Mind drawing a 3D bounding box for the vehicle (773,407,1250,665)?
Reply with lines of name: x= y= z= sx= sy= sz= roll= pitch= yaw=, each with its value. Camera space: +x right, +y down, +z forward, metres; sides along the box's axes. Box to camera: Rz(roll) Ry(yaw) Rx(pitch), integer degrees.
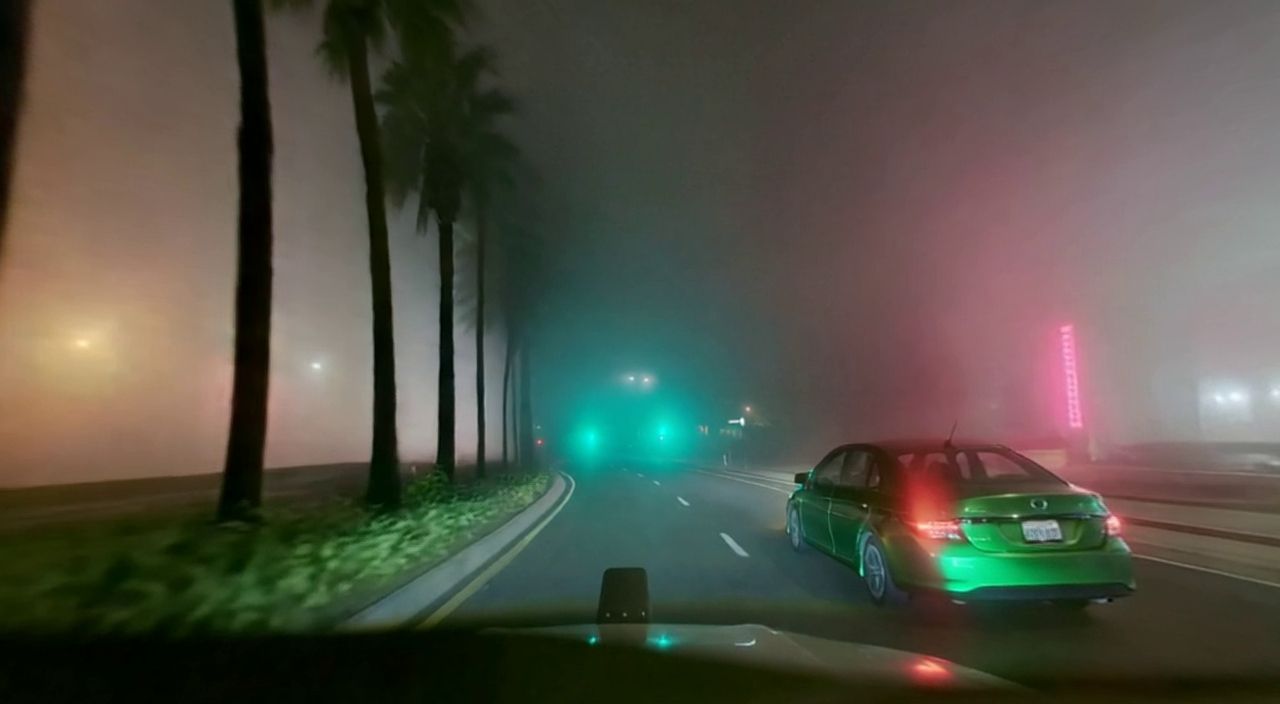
vehicle: x=2.741 y=1.440 z=6.072 sx=1.867 sy=1.554 sz=4.301 roll=0 pitch=-8 yaw=-2
